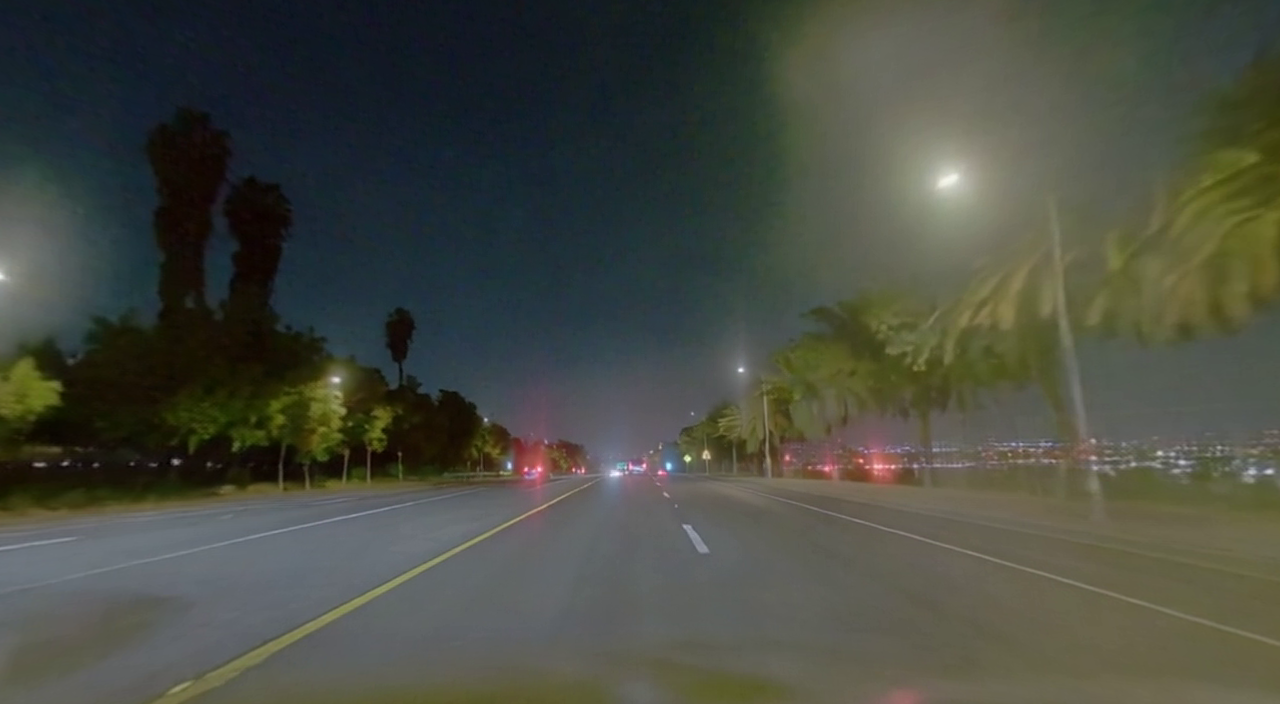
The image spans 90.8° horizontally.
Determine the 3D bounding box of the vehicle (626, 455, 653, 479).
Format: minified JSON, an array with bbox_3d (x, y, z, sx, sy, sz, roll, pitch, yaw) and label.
[{"bbox_3d":[-0.096,9.003,49.679,2.001,1.688,4.128,0,-9,-2],"label":"vehicle"}]
